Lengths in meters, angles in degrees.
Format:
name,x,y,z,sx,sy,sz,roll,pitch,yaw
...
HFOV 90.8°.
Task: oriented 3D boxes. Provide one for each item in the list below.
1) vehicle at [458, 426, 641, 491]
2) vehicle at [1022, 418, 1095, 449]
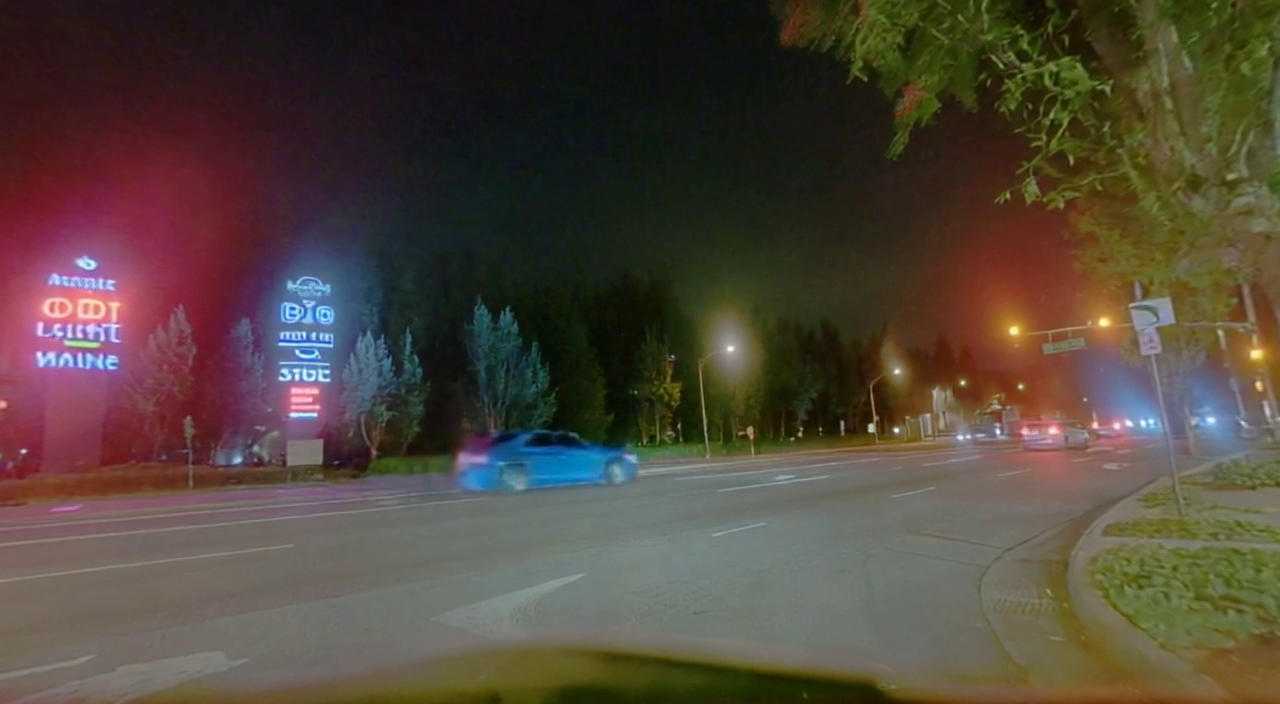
name,x,y,z,sx,sy,sz,roll,pitch,yaw
vehicle,-2.253,2.754,16.578,4.415,1.464,1.890,8,-12,-42
vehicle,21.839,4.285,32.911,4.182,1.536,1.885,7,-11,-38
